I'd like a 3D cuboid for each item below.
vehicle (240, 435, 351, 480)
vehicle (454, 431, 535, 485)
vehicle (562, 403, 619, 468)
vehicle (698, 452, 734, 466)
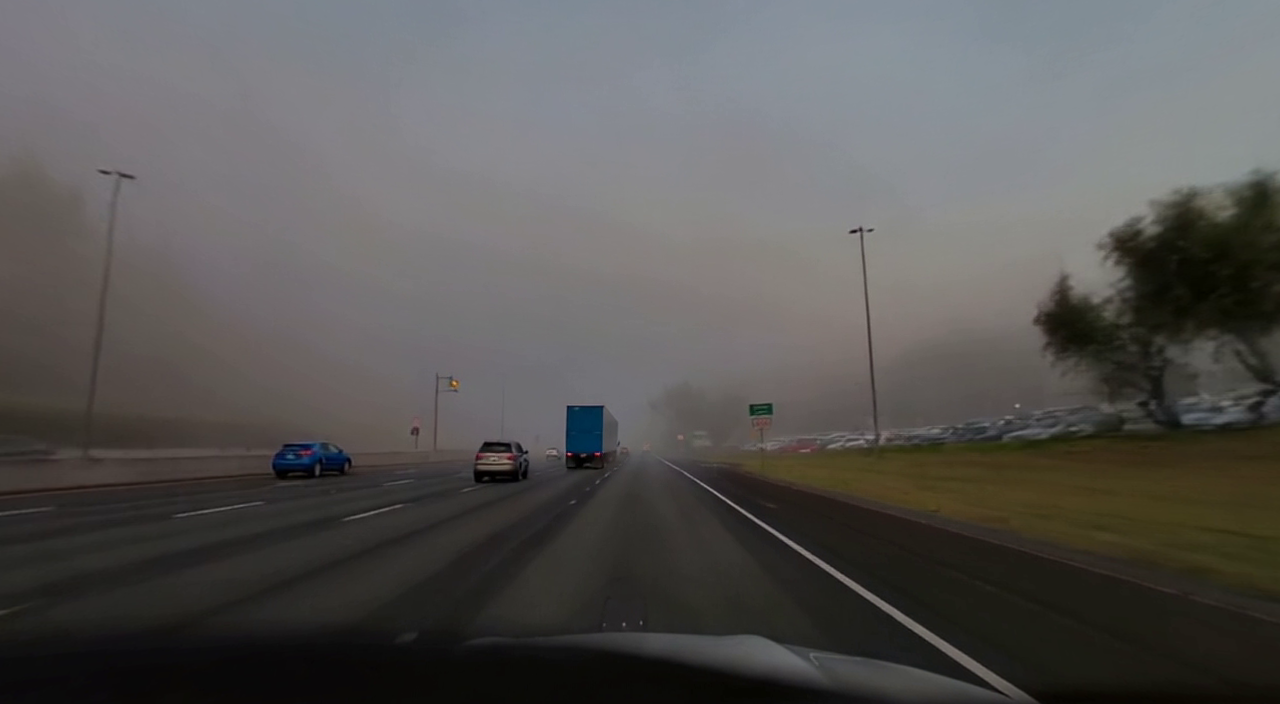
[{"bbox_3d":[-14.173,4.365,26.298,1.997,1.695,4.492,0,-8,1],"label":"vehicle"},{"bbox_3d":[-5.404,3.986,24.032,2.058,1.840,4.443,0,-8,-1],"label":"vehicle"},{"bbox_3d":[-3.292,6.125,45.657,2.905,4.037,12.921,0,-8,1],"label":"vehicle"},{"bbox_3d":[5.795,8.220,48.645,2.295,0.969,3.132,0,-8,-2],"label":"vehicle"}]
